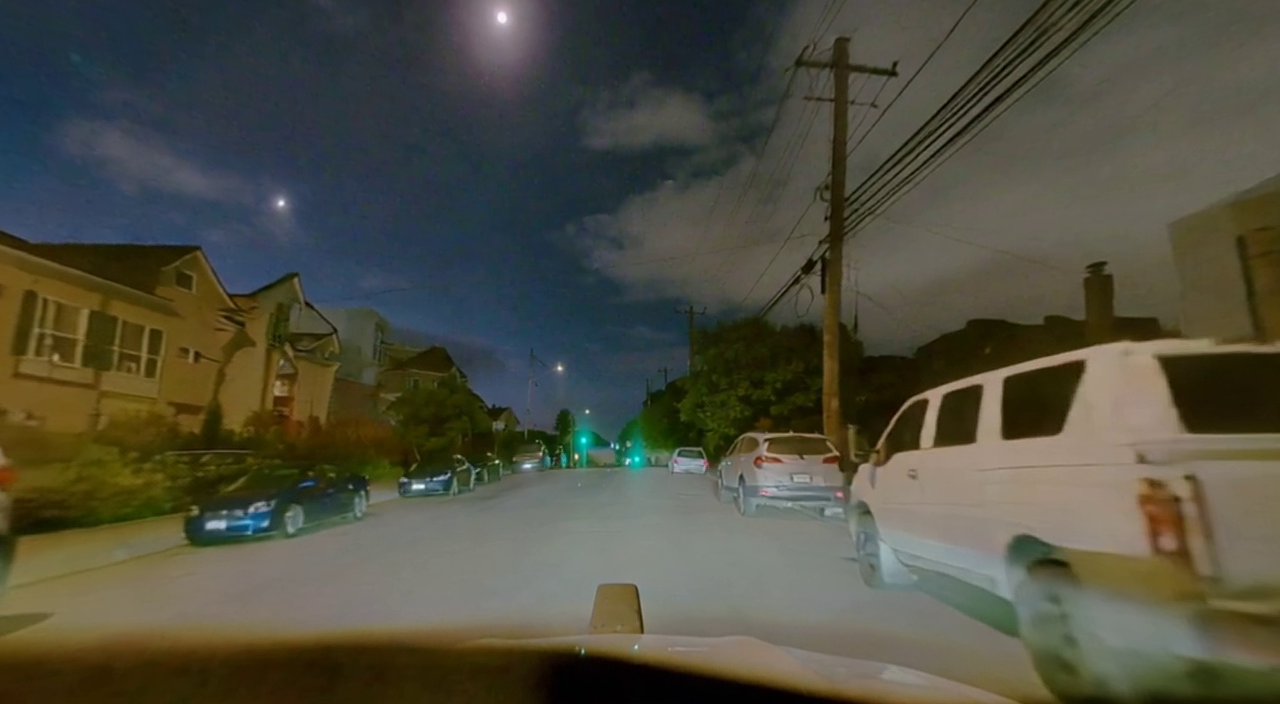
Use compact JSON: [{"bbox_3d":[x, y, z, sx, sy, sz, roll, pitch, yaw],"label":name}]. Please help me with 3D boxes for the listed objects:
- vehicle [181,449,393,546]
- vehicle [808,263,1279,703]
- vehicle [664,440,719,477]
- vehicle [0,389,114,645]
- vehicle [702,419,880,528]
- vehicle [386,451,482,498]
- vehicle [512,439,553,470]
[{"bbox_3d":[-6.597,2.704,12.554,1.866,1.474,4.753,0,-8,-6],"label":"vehicle"},{"bbox_3d":[3.153,1.033,5.123,2.295,2.279,4.578,0,-8,0],"label":"vehicle"},{"bbox_3d":[2.757,5.888,35.410,2.365,1.874,5.669,0,-8,-2],"label":"vehicle"},{"bbox_3d":[-5.926,1.068,3.408,2.059,1.969,4.925,0,-8,-3],"label":"vehicle"},{"bbox_3d":[3.009,2.586,14.193,2.427,1.947,5.329,0,-8,-3],"label":"vehicle"},{"bbox_3d":[-6.795,4.056,21.328,1.958,1.359,4.357,0,-8,-3],"label":"vehicle"},{"bbox_3d":[-7.337,7.043,43.600,2.183,1.972,4.817,0,-8,-2],"label":"vehicle"}]
